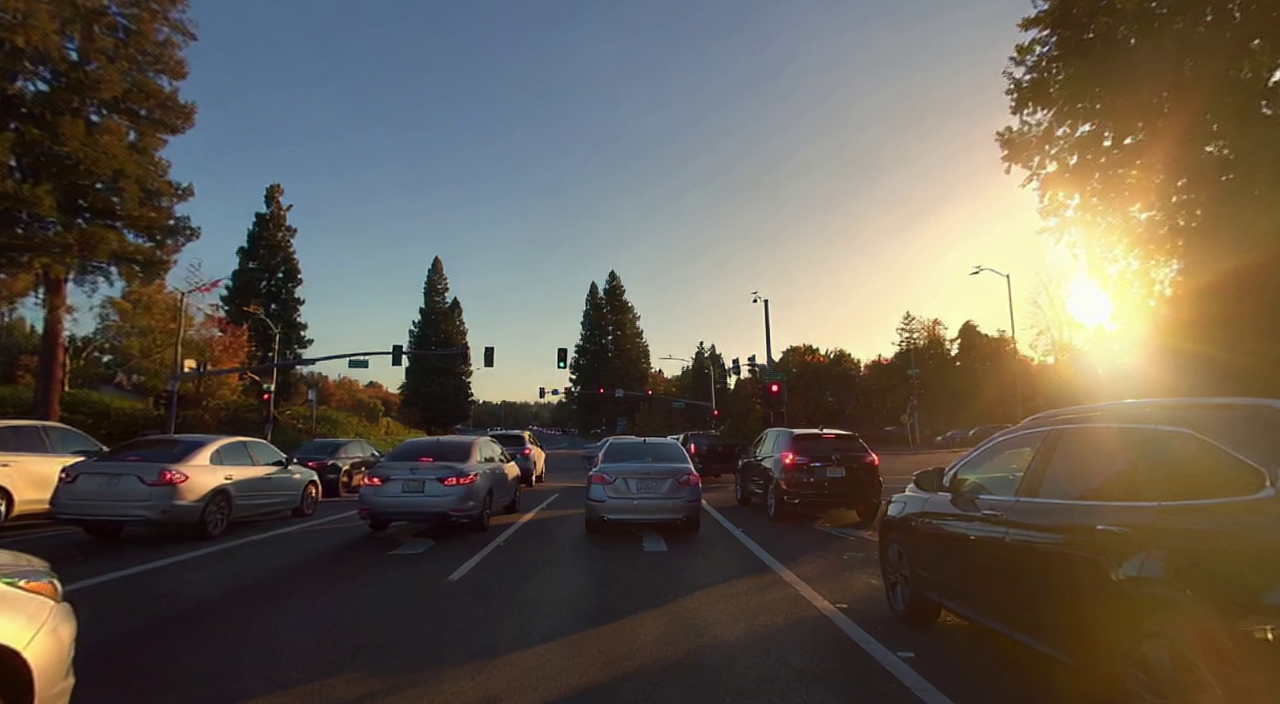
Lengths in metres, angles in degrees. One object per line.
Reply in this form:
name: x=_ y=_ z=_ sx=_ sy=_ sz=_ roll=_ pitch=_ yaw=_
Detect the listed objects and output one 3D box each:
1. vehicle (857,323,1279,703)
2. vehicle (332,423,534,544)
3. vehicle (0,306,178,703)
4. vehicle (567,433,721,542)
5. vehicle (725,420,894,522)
vehicle: x=3.148 y=0.997 z=3.747 sx=2.074 sy=1.685 sz=4.387 roll=0 pitch=-8 yaw=-1
vehicle: x=-3.069 y=2.033 z=10.431 sx=1.896 sy=1.546 sz=4.378 roll=0 pitch=-8 yaw=-1
vehicle: x=-3.202 y=0.494 z=0.594 sx=2.079 sy=1.756 sz=4.676 roll=0 pitch=-8 yaw=-2
vehicle: x=-0.004 y=2.105 z=10.419 sx=2.076 sy=1.438 sz=3.770 roll=0 pitch=-8 yaw=-2
vehicle: x=3.074 y=2.260 z=12.473 sx=2.106 sy=1.667 sz=4.101 roll=0 pitch=-8 yaw=-1
